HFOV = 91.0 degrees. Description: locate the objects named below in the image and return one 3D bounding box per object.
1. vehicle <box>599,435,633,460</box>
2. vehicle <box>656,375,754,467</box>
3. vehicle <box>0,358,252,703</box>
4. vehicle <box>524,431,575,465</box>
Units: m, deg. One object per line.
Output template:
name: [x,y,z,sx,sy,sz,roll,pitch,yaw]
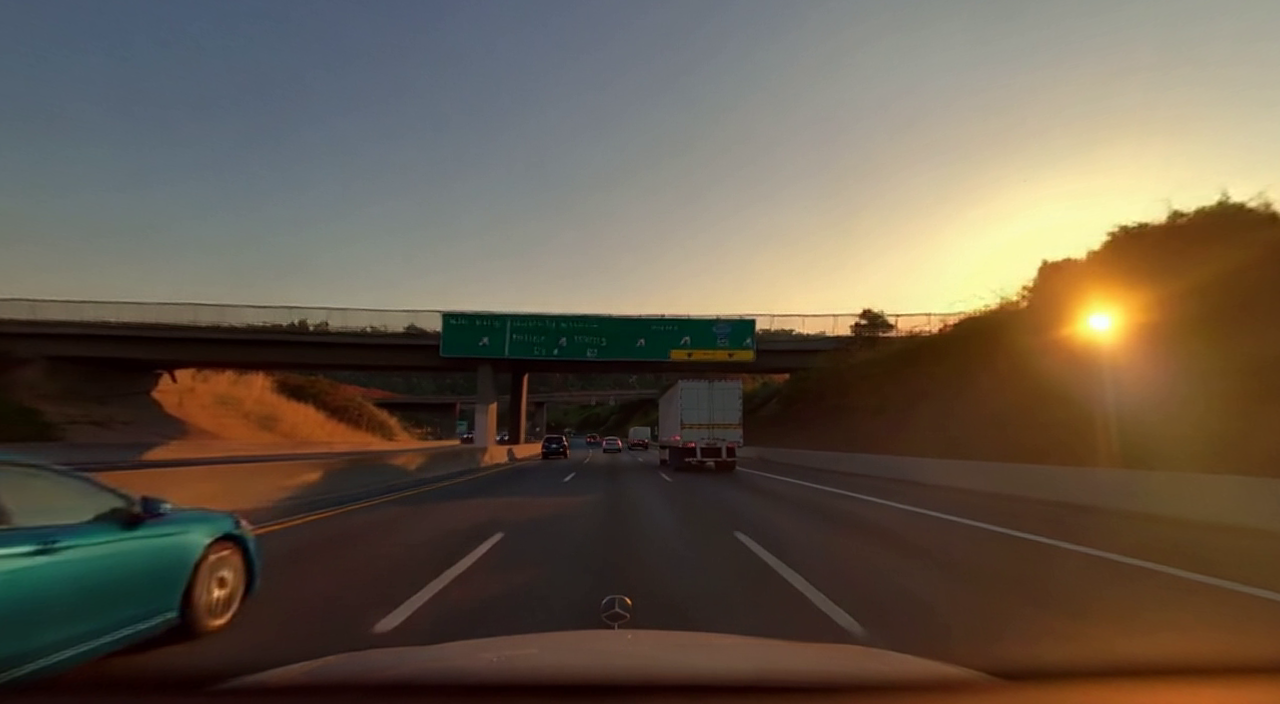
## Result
vehicle: [-1.690,6.460,42.706,2.125,1.542,3.816,0,-8,-4]
vehicle: [3.068,4.036,34.845,3.301,4.034,13.722,0,-8,-3]
vehicle: [-3.997,0.810,2.443,2.213,1.650,4.403,0,-8,-1]
vehicle: [-5.031,5.424,35.742,2.377,1.747,4.703,0,-8,-3]
